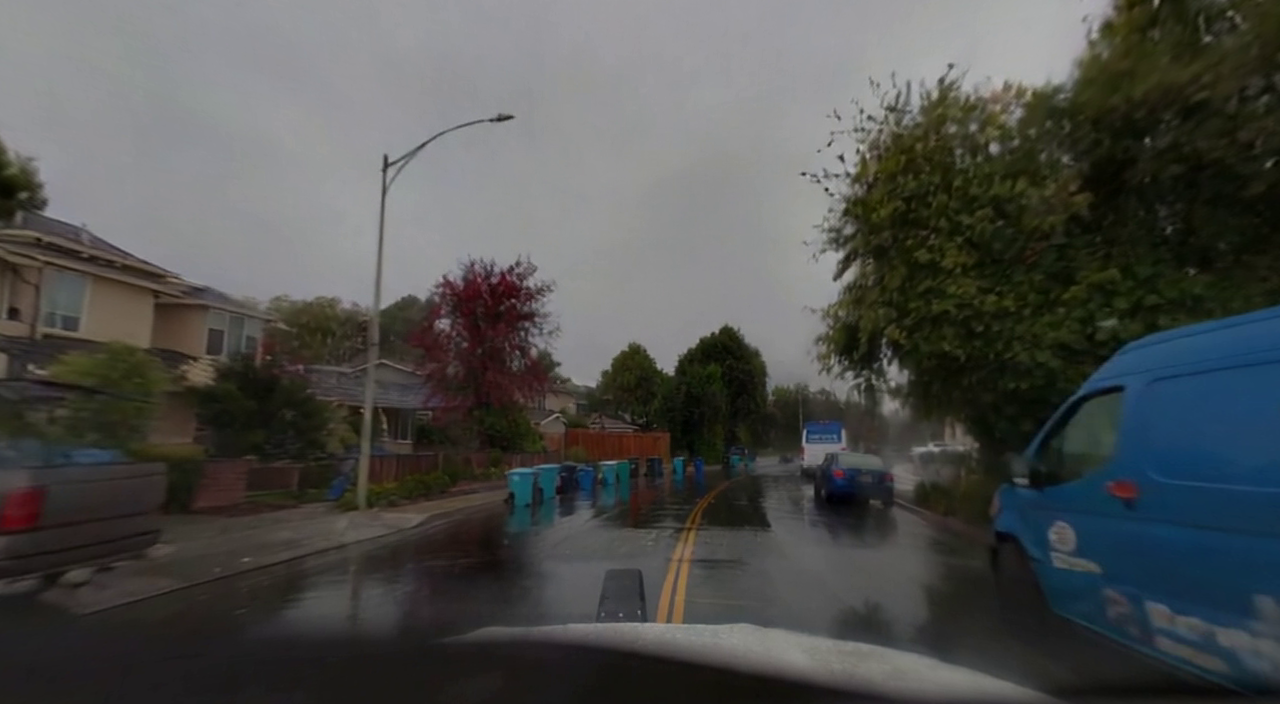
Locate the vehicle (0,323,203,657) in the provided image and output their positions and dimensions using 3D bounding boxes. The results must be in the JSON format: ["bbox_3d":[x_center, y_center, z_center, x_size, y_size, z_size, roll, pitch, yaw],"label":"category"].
[{"bbox_3d":[-7.209,0.826,4.388,6.291,2.113,2.673,2,-8,1],"label":"vehicle"}]

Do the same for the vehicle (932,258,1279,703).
[{"bbox_3d":[3.547,0.633,1.640,2.748,2.031,6.288,0,-8,2],"label":"vehicle"}]

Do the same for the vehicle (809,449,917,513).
[{"bbox_3d":[5.497,3.180,16.147,1.835,1.349,4.285,-1,-9,9],"label":"vehicle"}]

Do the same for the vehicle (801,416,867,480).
[{"bbox_3d":[9.500,4.648,30.700,2.684,2.712,6.197,-3,-9,19],"label":"vehicle"}]
